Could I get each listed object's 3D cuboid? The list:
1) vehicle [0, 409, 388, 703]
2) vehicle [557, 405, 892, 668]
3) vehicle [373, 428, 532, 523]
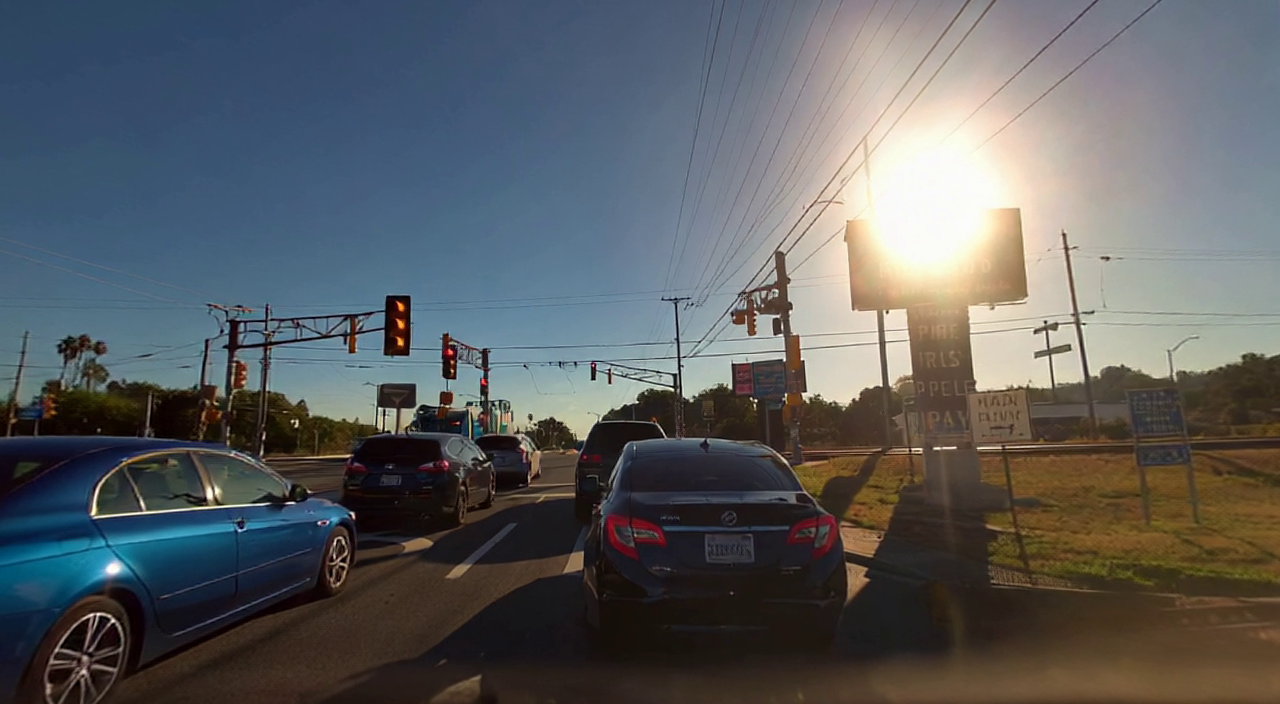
[{"bbox_3d":[-3.707,1.250,4.465,1.956,1.468,4.585,0,-9,0],"label":"vehicle"},{"bbox_3d":[0.395,1.383,5.796,1.998,1.529,3.960,1,-9,-3],"label":"vehicle"},{"bbox_3d":[-3.355,2.280,12.191,1.984,1.505,3.982,0,-9,-2],"label":"vehicle"}]
